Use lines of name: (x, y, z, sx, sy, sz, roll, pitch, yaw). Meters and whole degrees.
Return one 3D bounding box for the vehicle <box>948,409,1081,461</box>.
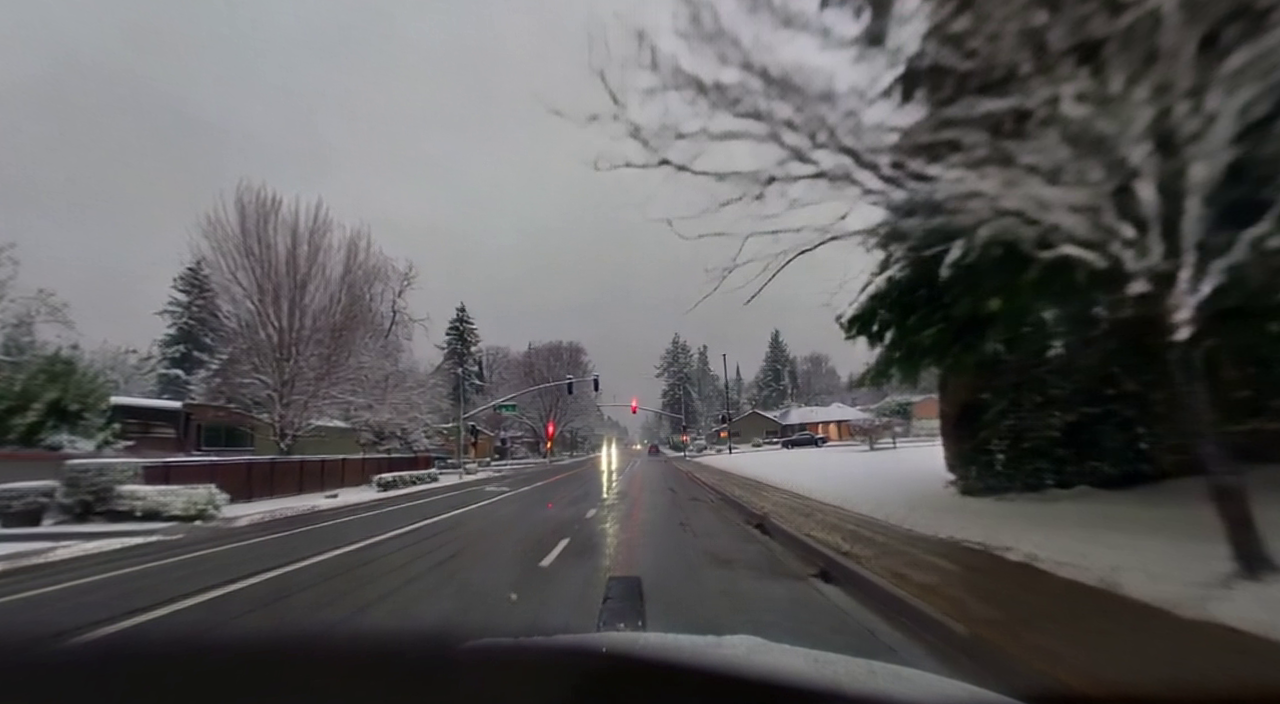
vehicle: (14.417, 3.215, 24.314, 3.917, 1.454, 1.725, -7, -8, 0)
